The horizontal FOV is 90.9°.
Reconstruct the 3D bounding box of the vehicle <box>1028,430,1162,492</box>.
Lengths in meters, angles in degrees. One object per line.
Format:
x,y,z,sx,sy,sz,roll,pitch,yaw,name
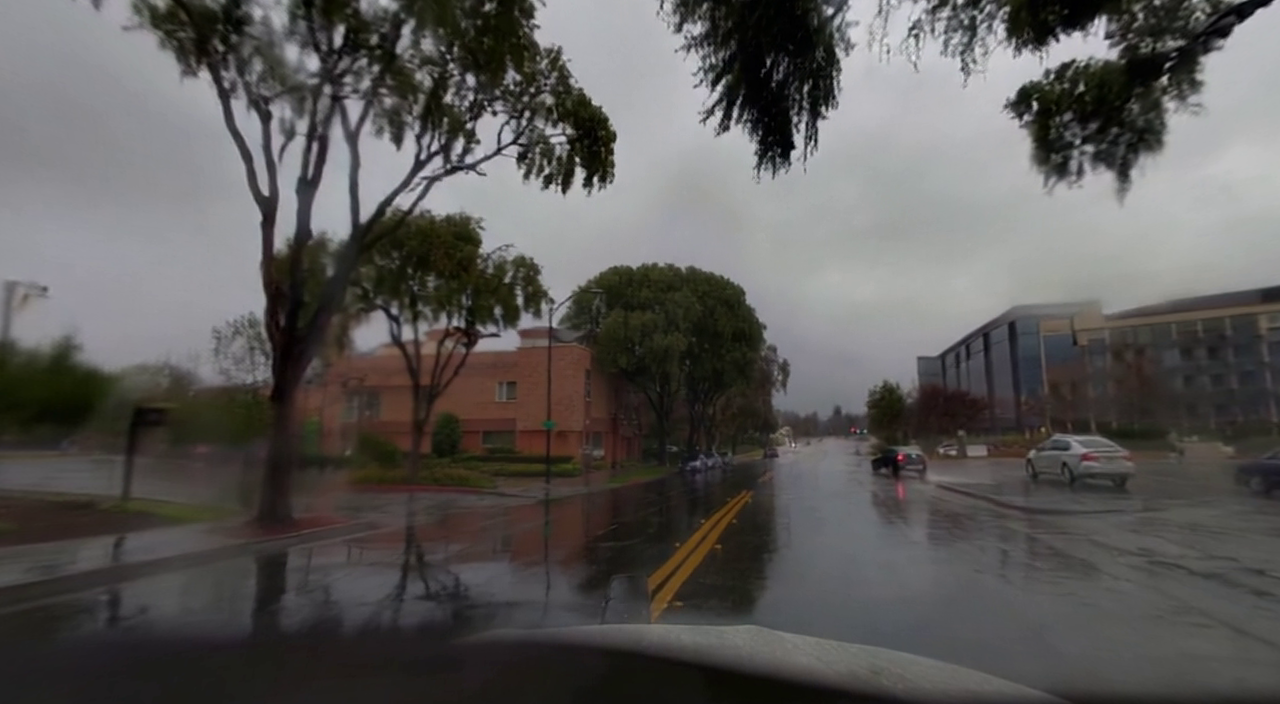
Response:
15.067,3.612,21.233,2.018,1.840,4.662,-2,-9,15,vehicle

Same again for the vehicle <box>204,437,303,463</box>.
-24.499,6.223,40.133,4.814,1.609,2.197,1,-9,-4,vehicle

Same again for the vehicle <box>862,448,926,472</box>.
19.273,8.196,48.026,4.277,1.740,2.097,-2,-9,16,vehicle
